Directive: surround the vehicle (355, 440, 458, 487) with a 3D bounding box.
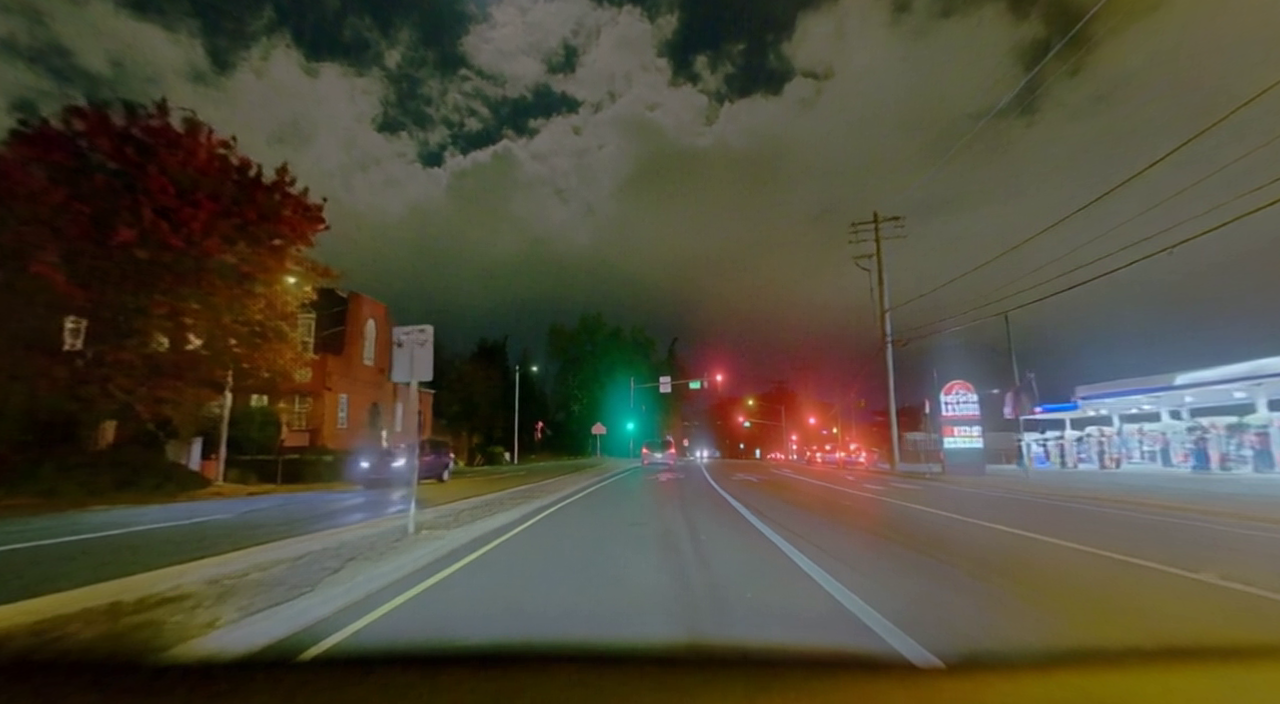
[{"bbox_3d":[-10.086,4.836,27.798,2.159,1.850,4.944,-1,-9,7],"label":"vehicle"}]

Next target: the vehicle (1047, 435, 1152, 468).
[{"bbox_3d":[25.764,5.588,35.523,4.510,1.733,2.066,1,-9,-9],"label":"vehicle"}]

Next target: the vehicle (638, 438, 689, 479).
[{"bbox_3d":[1.059,4.525,27.035,2.032,1.621,4.082,-1,-9,4],"label":"vehicle"}]
